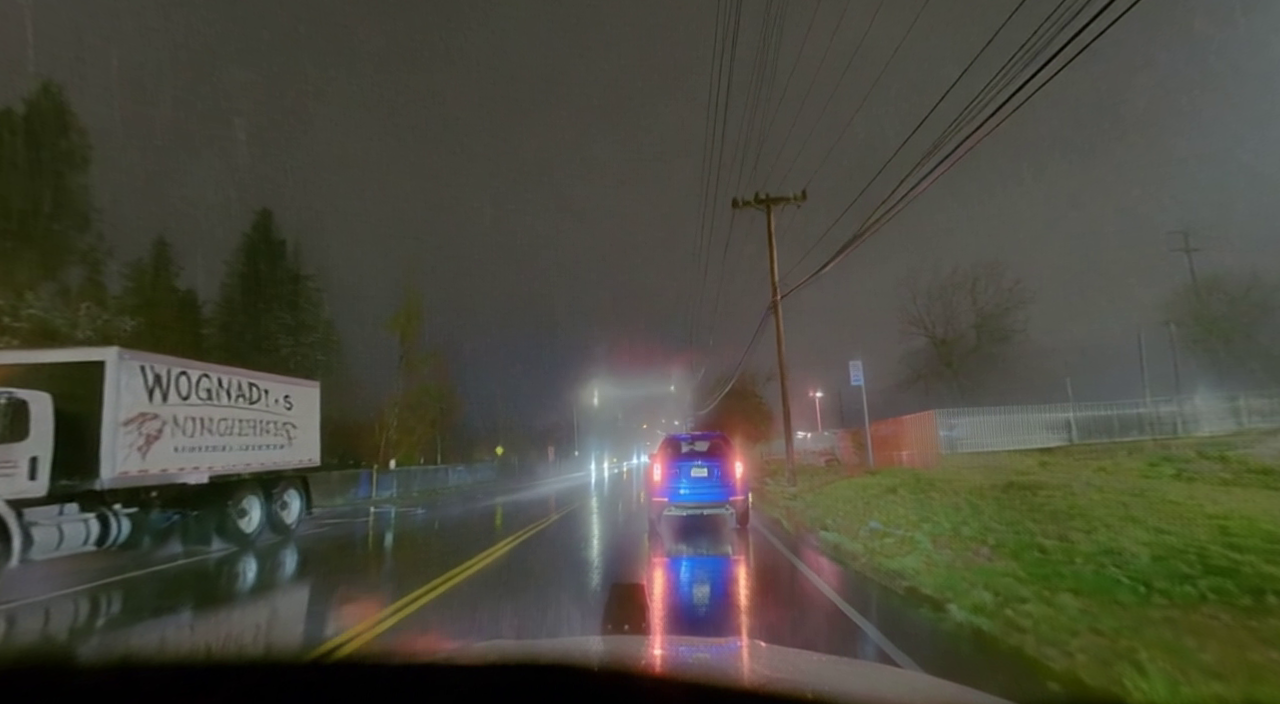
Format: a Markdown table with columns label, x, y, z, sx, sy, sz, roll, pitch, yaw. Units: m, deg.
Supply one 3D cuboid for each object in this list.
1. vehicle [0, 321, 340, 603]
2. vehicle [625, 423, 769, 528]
| label | x | y | z | sx | sy | sz | roll | pitch | yaw |
| --- | --- | --- | --- | --- | --- | --- | --- | --- | --- |
| vehicle | -8.385 | 1.555 | 9.223 | 3.395 | 3.071 | 7.634 | -7 | -6 | 8 |
| vehicle | 0.879 | 2.072 | 11.040 | 2.081 | 1.503 | 3.726 | 0 | -8 | 2 |
